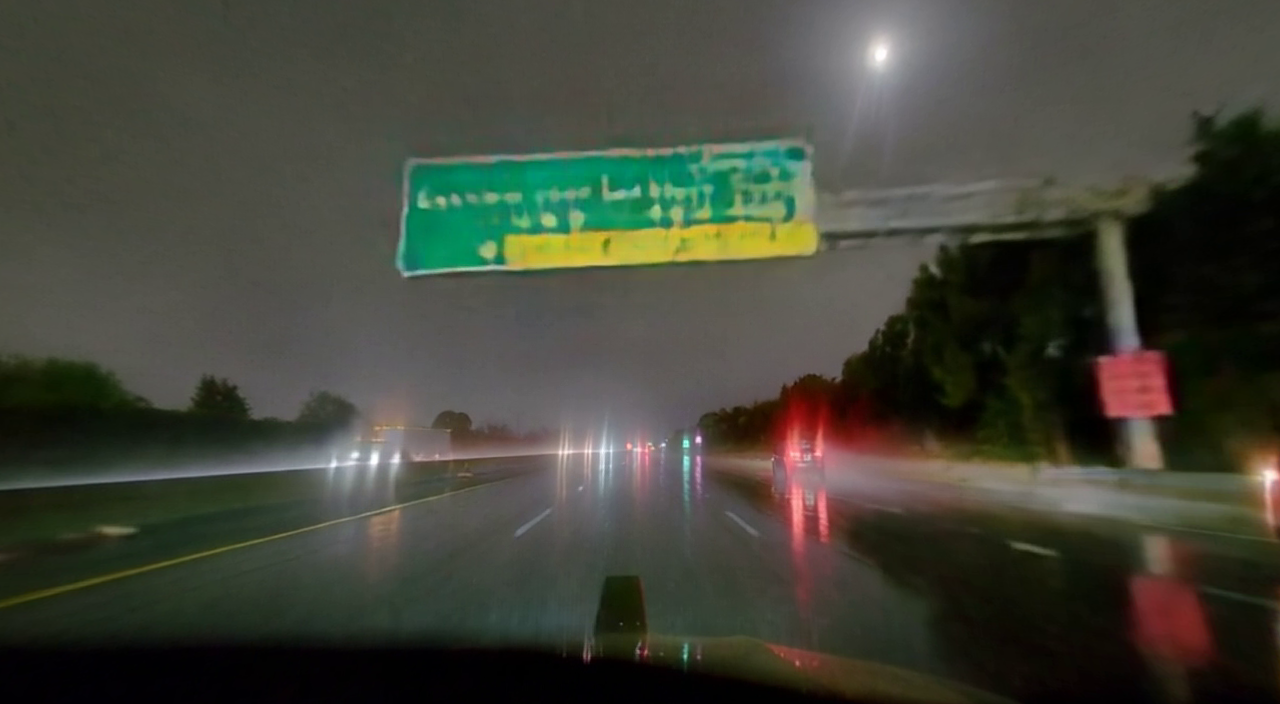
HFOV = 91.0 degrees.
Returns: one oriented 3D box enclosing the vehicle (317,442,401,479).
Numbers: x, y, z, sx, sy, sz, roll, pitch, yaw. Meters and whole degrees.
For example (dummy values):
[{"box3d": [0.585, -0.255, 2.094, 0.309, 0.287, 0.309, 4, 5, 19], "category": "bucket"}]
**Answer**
[{"box3d": [-17.045, 6.593, 38.675, 2.300, 2.045, 5.945, 0, -9, 1], "category": "vehicle"}]
